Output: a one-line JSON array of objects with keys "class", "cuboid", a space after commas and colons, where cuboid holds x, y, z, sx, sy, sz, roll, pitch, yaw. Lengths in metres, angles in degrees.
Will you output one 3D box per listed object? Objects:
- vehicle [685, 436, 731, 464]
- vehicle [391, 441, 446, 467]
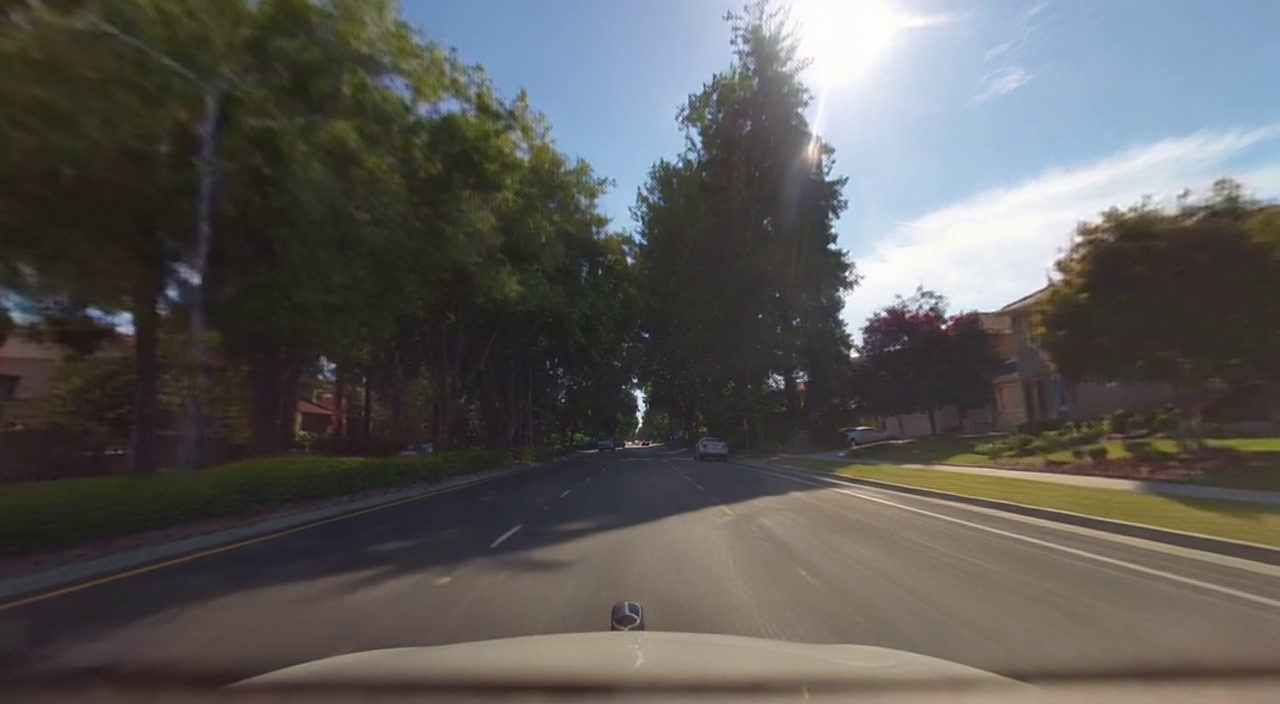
[{"class": "vehicle", "cuboid": [4.067, 5.993, 38.536, 2.237, 1.578, 4.621, 0, -8, -1]}, {"class": "vehicle", "cuboid": [-16.930, 7.808, 48.542, 2.208, 1.899, 5.269, -1, -8, 2]}]
